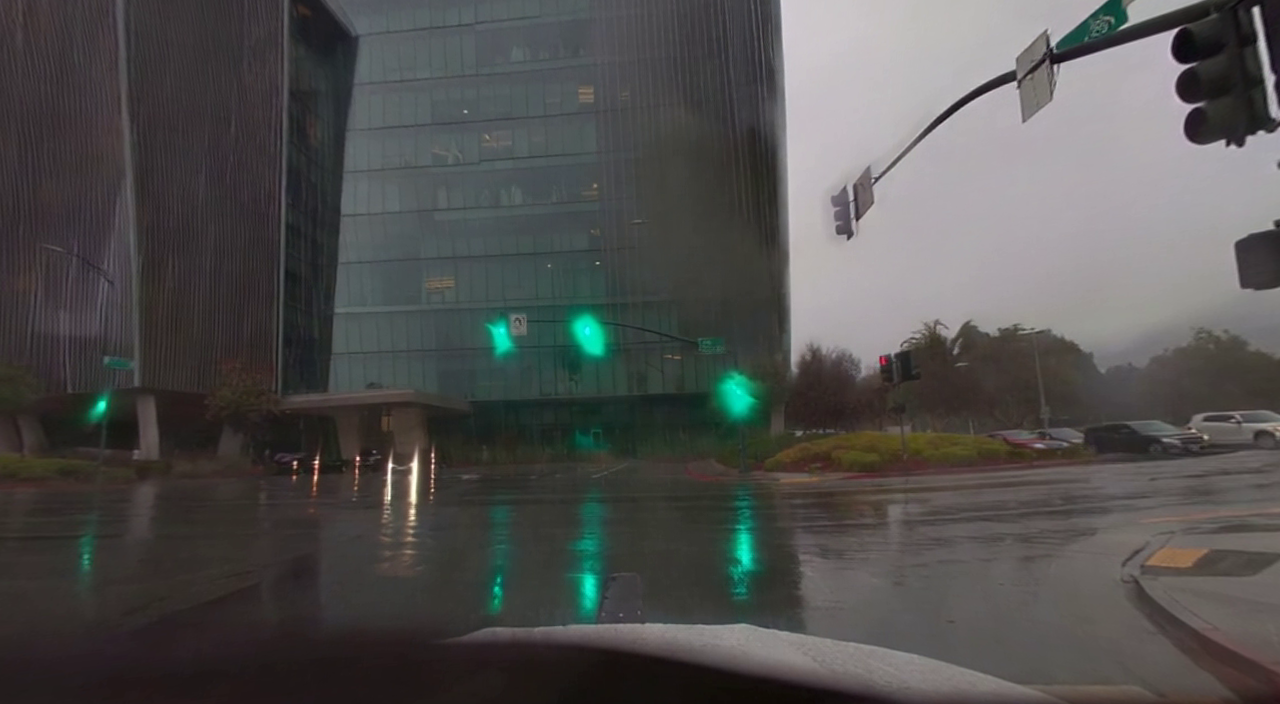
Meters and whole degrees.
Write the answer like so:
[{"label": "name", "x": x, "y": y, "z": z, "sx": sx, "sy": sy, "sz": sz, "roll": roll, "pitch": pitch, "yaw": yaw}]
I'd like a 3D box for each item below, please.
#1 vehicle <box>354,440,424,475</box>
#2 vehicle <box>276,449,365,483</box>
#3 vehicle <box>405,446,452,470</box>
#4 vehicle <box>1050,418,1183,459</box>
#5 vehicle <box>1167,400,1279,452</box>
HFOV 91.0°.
[{"label": "vehicle", "x": -14.886, "y": 6.284, "z": 37.639, "sx": 2.091, "sy": 1.915, "sz": 5.040, "roll": 0, "pitch": -9, "yaw": 0}, {"label": "vehicle", "x": -14.816, "y": 5.291, "z": 29.535, "sx": 1.790, "sy": 1.437, "sz": 4.349, "roll": 0, "pitch": -9, "yaw": 2}, {"label": "vehicle", "x": -15.136, "y": 7.599, "z": 45.284, "sx": 1.932, "sy": 1.605, "sz": 4.146, "roll": 1, "pitch": -9, "yaw": -1}, {"label": "vehicle", "x": 19.065, "y": 3.524, "z": 25.510, "sx": 1.834, "sy": 1.480, "sz": 4.458, "roll": 1, "pitch": -9, "yaw": -1}, {"label": "vehicle", "x": 24.406, "y": 3.024, "z": 25.192, "sx": 2.109, "sy": 1.836, "sz": 5.080, "roll": -2, "pitch": -10, "yaw": -1}]
